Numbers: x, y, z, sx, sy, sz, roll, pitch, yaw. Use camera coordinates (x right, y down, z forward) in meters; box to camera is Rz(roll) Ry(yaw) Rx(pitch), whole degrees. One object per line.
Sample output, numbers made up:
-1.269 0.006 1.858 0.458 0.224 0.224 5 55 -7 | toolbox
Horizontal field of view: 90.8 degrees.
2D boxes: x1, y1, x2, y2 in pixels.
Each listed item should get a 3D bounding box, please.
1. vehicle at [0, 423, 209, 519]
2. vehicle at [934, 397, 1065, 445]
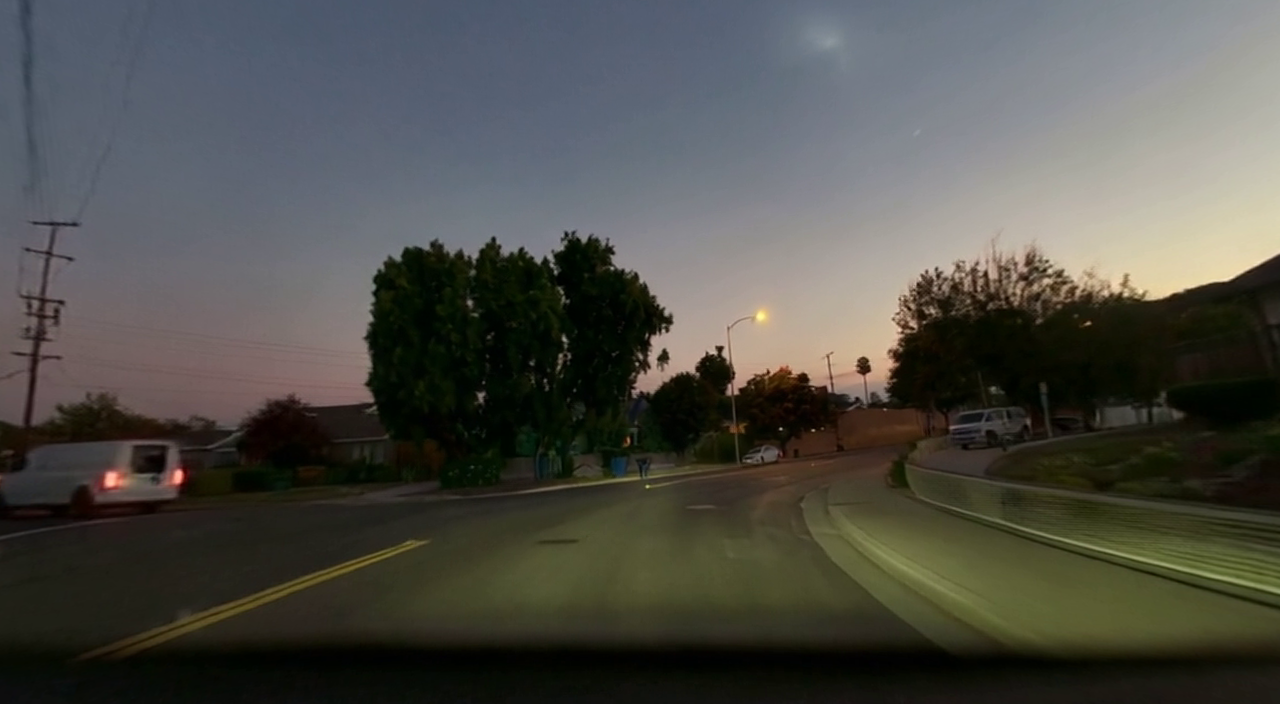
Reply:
-20.049 4.242 22.987 7.559 3.058 2.929 -3 -9 18 | vehicle
17.403 3.462 30.770 2.056 2.014 5.011 8 -13 -43 | vehicle
